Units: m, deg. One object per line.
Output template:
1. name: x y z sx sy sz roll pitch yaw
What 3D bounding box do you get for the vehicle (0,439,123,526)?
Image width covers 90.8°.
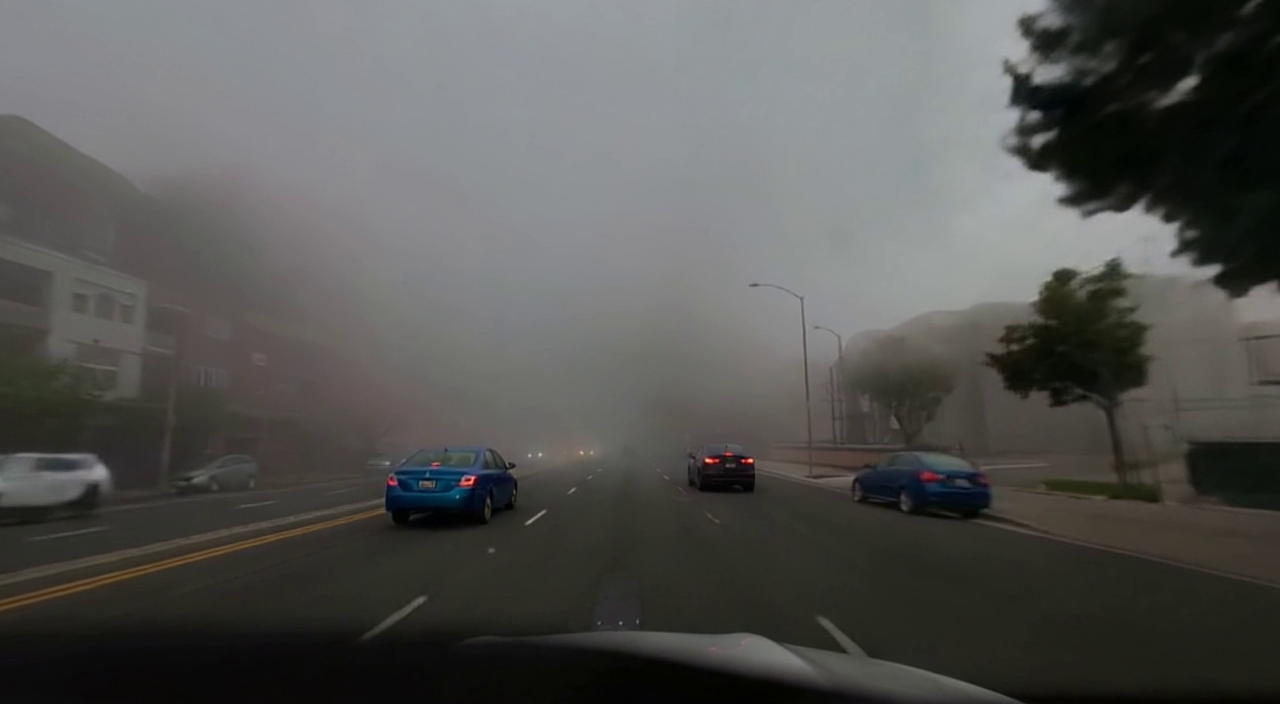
1. vehicle: -14.726 2.921 14.291 2.110 1.838 4.623 0 -9 0

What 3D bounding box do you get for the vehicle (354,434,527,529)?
1. vehicle: -3.616 2.409 12.350 2.062 1.527 4.044 0 -9 0

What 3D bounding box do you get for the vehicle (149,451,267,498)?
1. vehicle: -18.222 5.135 26.968 1.953 1.748 4.440 -2 -9 -1

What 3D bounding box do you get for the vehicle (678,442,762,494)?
1. vehicle: 2.393 3.627 20.163 1.978 1.471 4.426 0 -9 -2

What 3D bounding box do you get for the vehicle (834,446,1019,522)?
1. vehicle: 6.250 2.894 14.568 1.881 1.439 4.725 0 -9 -3
